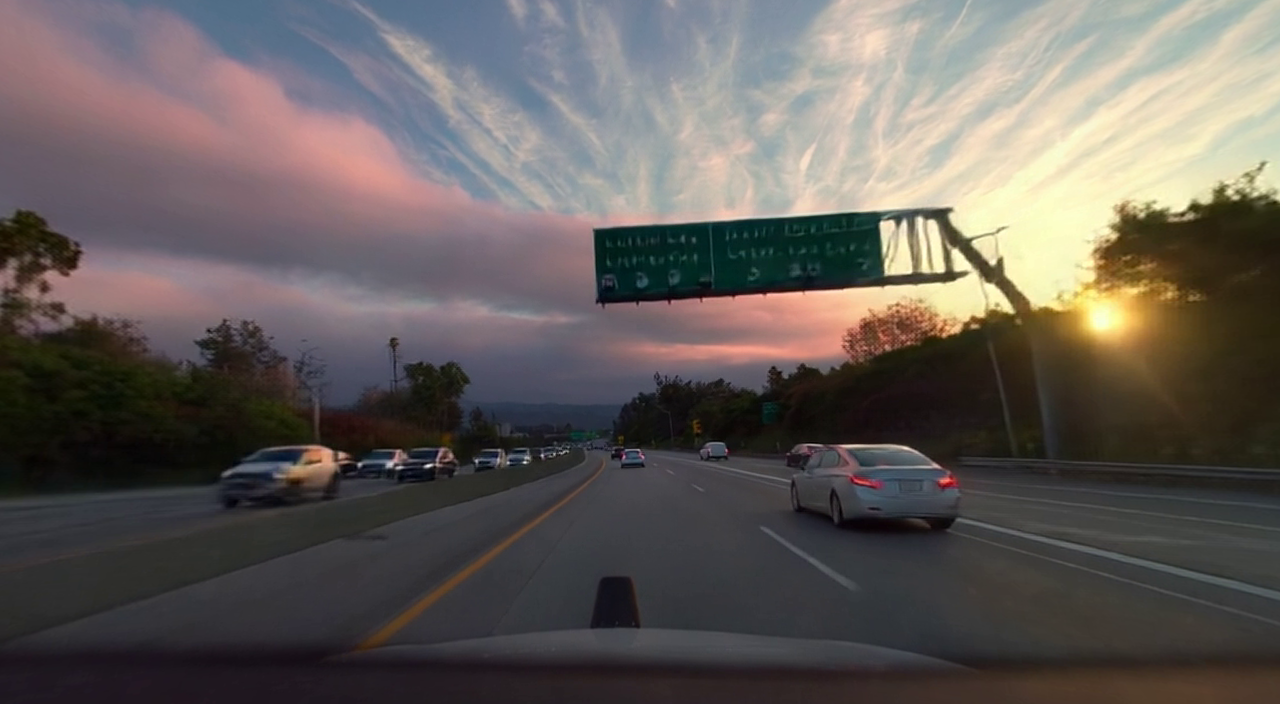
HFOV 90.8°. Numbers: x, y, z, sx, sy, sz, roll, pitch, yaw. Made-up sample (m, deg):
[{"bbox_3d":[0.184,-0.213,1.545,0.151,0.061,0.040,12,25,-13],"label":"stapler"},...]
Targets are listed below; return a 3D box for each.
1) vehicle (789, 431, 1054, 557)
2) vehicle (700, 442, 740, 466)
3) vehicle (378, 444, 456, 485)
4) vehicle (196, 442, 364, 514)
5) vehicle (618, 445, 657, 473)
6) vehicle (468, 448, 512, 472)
[{"bbox_3d":[3.925,2.039,9.847,1.972,1.488,4.335,0,-9,-3],"label":"vehicle"},{"bbox_3d":[5.789,7.373,45.954,2.094,1.652,3.955,1,-9,-5],"label":"vehicle"},{"bbox_3d":[-10.240,5.152,29.386,2.017,1.735,4.581,0,-8,-1],"label":"vehicle"},{"bbox_3d":[-9.591,3.343,17.371,2.082,1.698,4.357,0,-8,-1],"label":"vehicle"},{"bbox_3d":[-0.213,6.251,37.069,2.090,1.510,4.280,0,-8,-3],"label":"vehicle"},{"bbox_3d":[-10.201,7.370,43.338,1.924,1.466,4.808,0,-9,-2],"label":"vehicle"}]
